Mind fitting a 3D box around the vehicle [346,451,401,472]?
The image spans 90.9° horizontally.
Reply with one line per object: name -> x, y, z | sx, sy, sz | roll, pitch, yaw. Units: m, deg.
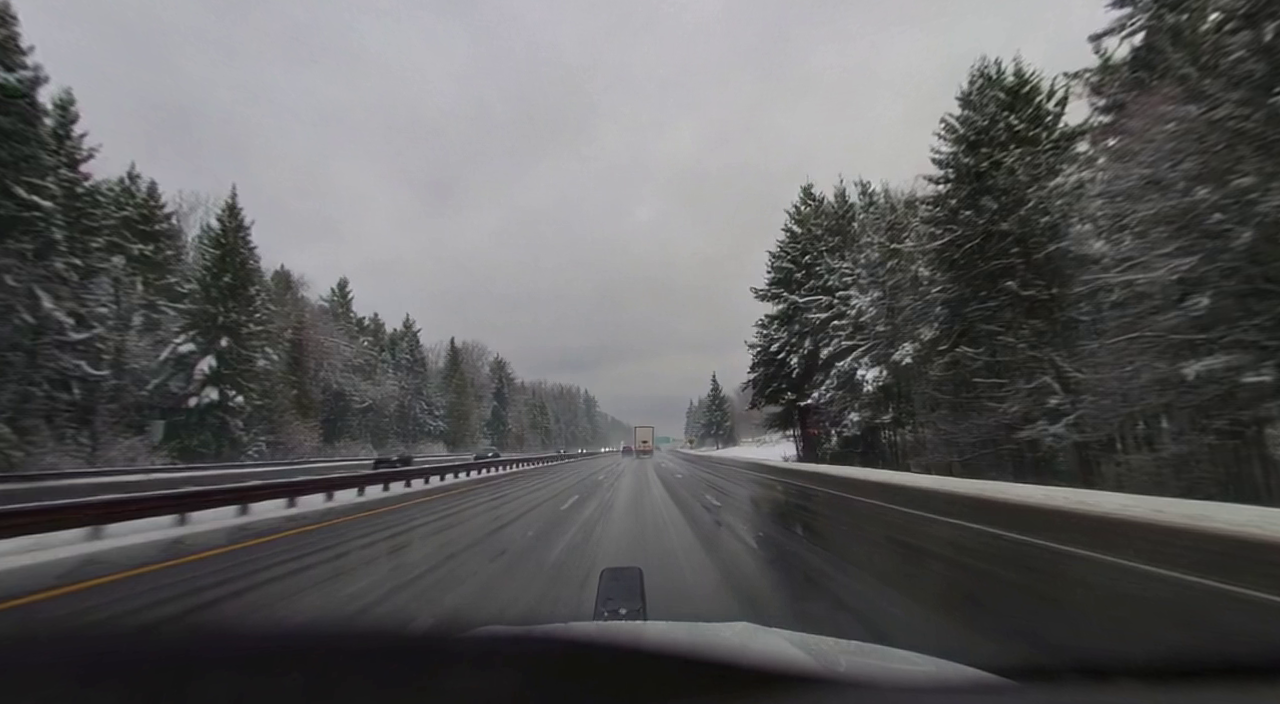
vehicle -> -18.561, 7.627, 44.100 | 1.789, 1.421, 4.459 | 0, -9, 1
